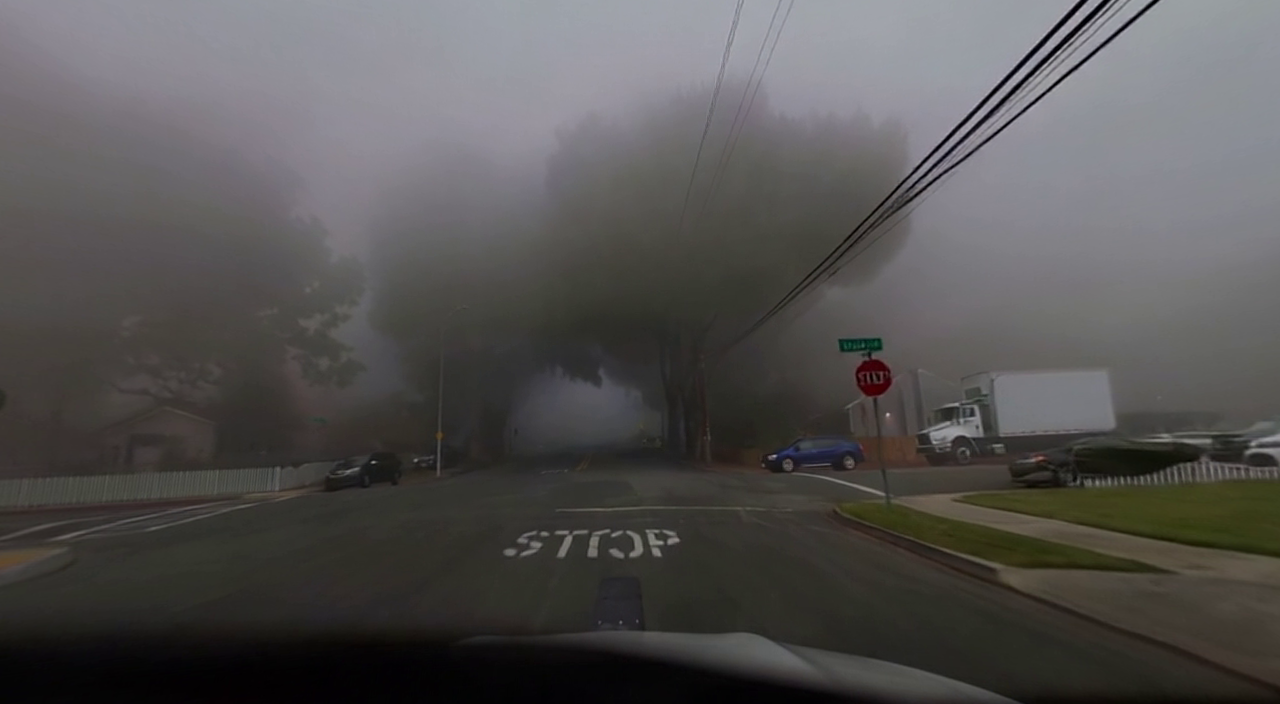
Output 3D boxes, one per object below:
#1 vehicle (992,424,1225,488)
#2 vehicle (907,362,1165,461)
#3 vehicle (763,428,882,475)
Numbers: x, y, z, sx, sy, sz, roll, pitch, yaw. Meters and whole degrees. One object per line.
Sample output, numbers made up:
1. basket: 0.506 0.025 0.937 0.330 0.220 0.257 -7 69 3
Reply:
1. vehicle: 11.925 2.658 16.307 4.488 1.507 1.954 0 -9 -3
2. vehicle: 14.903 2.351 24.304 7.759 3.523 2.930 0 -9 0
3. vehicle: 6.933 3.837 24.372 3.867 1.710 2.107 0 -9 -2
